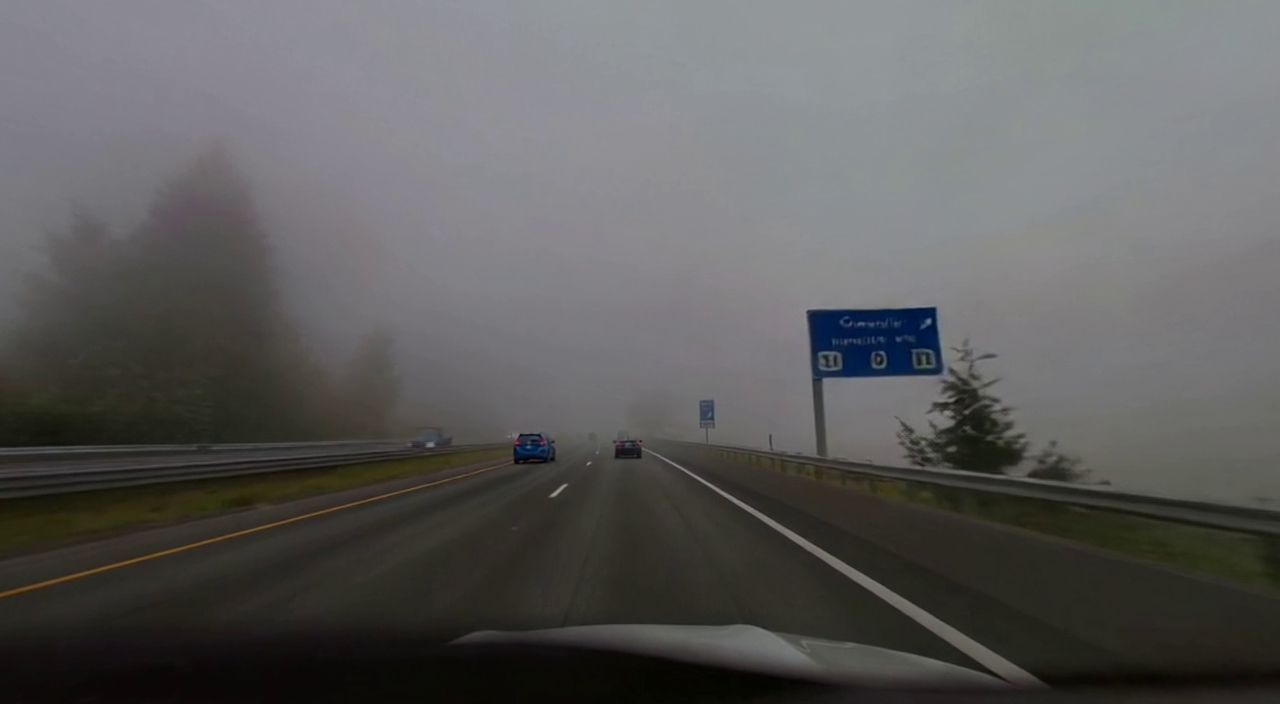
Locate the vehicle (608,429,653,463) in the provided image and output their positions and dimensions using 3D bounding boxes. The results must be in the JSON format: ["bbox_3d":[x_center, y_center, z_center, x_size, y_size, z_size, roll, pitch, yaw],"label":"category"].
[{"bbox_3d":[-0.508,4.806,32.398,2.162,1.616,4.242,0,-8,-2],"label":"vehicle"}]

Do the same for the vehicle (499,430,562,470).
[{"bbox_3d":[-4.564,4.129,26.837,1.975,1.518,4.242,0,-8,-1],"label":"vehicle"}]
